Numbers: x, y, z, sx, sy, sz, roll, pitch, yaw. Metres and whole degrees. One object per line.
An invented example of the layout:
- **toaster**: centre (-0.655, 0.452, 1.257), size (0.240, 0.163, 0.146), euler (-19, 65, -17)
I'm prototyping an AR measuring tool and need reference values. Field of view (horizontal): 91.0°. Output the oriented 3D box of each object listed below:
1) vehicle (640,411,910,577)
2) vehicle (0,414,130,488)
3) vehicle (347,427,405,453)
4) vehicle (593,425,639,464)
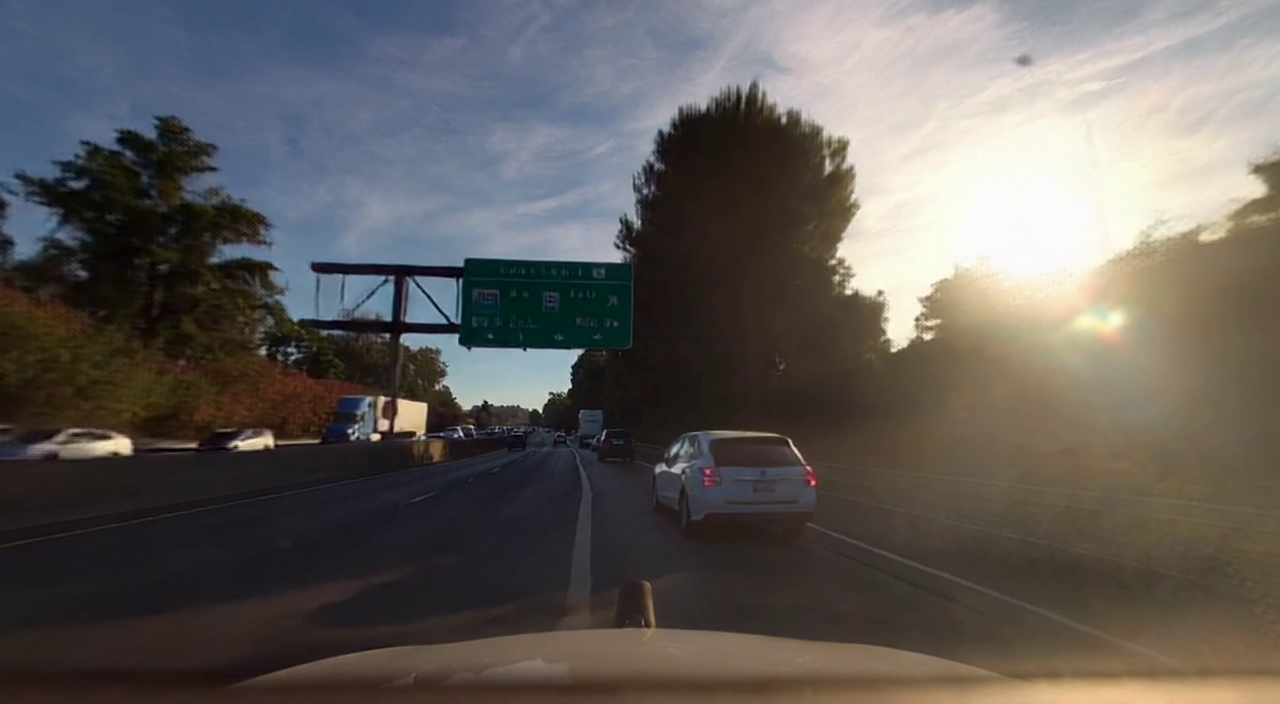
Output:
- **vehicle**: centre (1.266, 1.619, 8.077), size (2.127, 1.497, 4.445), euler (1, -8, -5)
- **vehicle**: centre (-13.431, 2.142, 13.736), size (1.853, 1.406, 3.495), euler (1, -8, -6)
- **vehicle**: centre (-16.180, 5.451, 38.793), size (1.921, 1.507, 4.664), euler (0, -8, -6)
- **vehicle**: centre (-1.441, 5.161, 35.209), size (2.207, 1.937, 5.610), euler (1, -8, -6)
